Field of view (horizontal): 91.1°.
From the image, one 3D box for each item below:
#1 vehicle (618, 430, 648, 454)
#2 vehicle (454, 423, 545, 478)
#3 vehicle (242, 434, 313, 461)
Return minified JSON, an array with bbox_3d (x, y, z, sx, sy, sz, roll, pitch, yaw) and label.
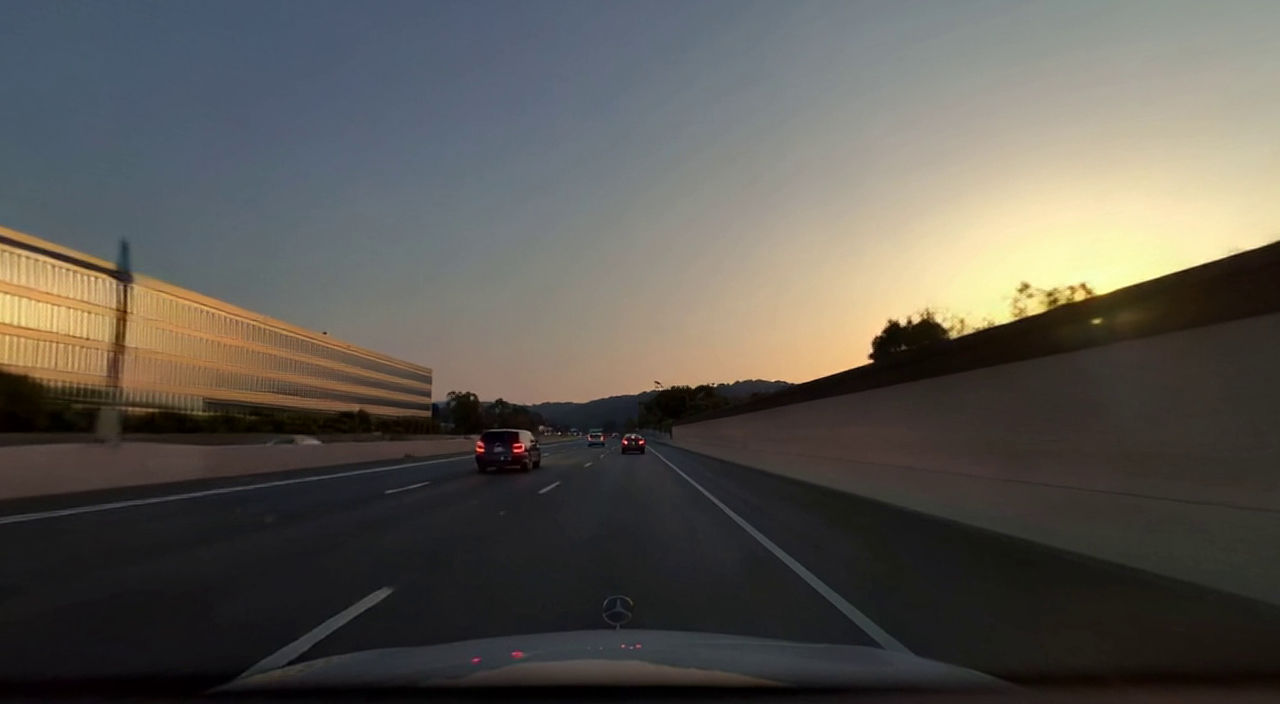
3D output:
[{"bbox_3d":[-0.486,6.360,44.438,2.036,1.637,4.009,0,-8,-1],"label":"vehicle"},{"bbox_3d":[-4.546,3.265,21.135,2.036,1.612,4.510,0,-8,0],"label":"vehicle"},{"bbox_3d":[-21.179,5.574,36.927,1.807,1.443,3.987,0,-8,-1],"label":"vehicle"}]
